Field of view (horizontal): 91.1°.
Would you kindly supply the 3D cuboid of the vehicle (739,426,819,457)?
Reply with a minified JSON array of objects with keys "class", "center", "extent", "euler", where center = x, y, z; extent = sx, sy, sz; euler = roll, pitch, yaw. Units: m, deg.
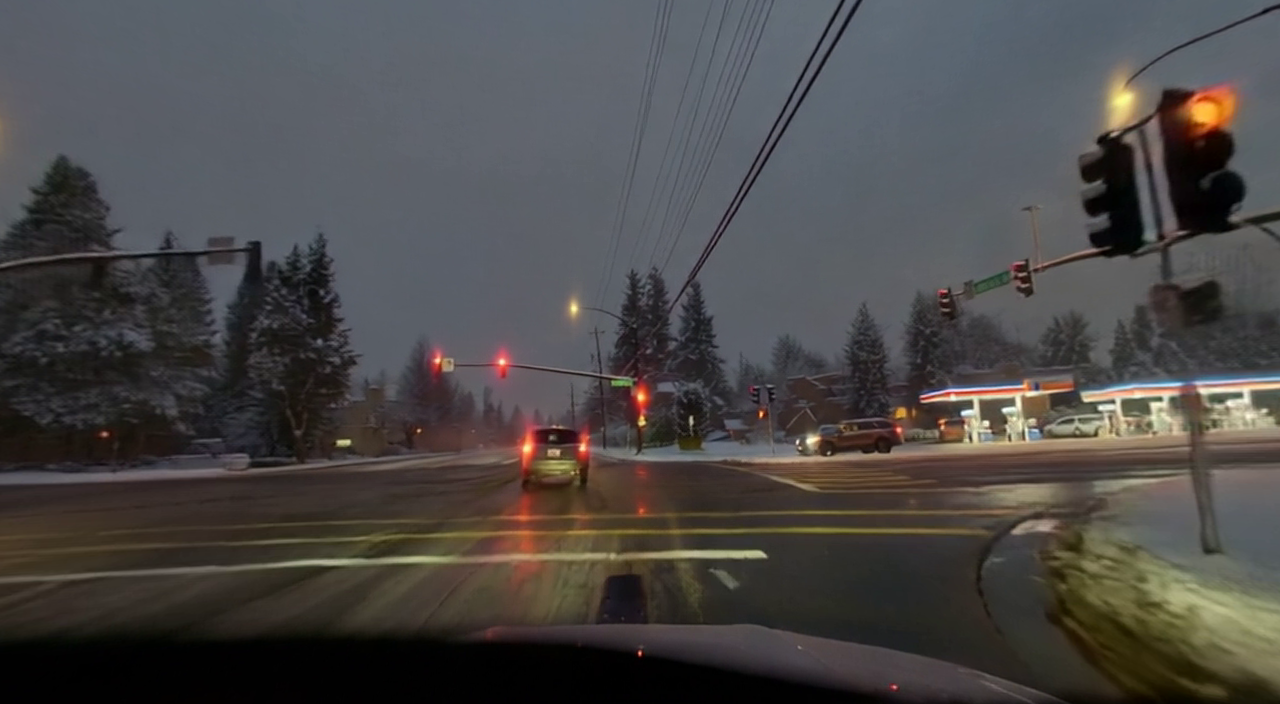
[{"class":"vehicle","center":[7.524,4.896,34.340],"extent":[3.990,1.548,1.780],"euler":[-1,-8,4]}]

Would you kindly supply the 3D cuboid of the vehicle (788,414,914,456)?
[{"class":"vehicle","center":[9.870,3.909,29.632],"extent":[5.149,1.725,1.964],"euler":[-1,-8,-5]}]

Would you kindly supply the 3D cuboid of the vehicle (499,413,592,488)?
[{"class":"vehicle","center":[-2.587,2.857,18.425],"extent":[2.300,1.868,4.690],"euler":[0,-8,-4]}]

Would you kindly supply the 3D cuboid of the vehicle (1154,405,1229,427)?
[{"class":"vehicle","center":[38.934,4.559,44.360],"extent":[3.805,1.451,1.641],"euler":[0,-8,-3]}]
